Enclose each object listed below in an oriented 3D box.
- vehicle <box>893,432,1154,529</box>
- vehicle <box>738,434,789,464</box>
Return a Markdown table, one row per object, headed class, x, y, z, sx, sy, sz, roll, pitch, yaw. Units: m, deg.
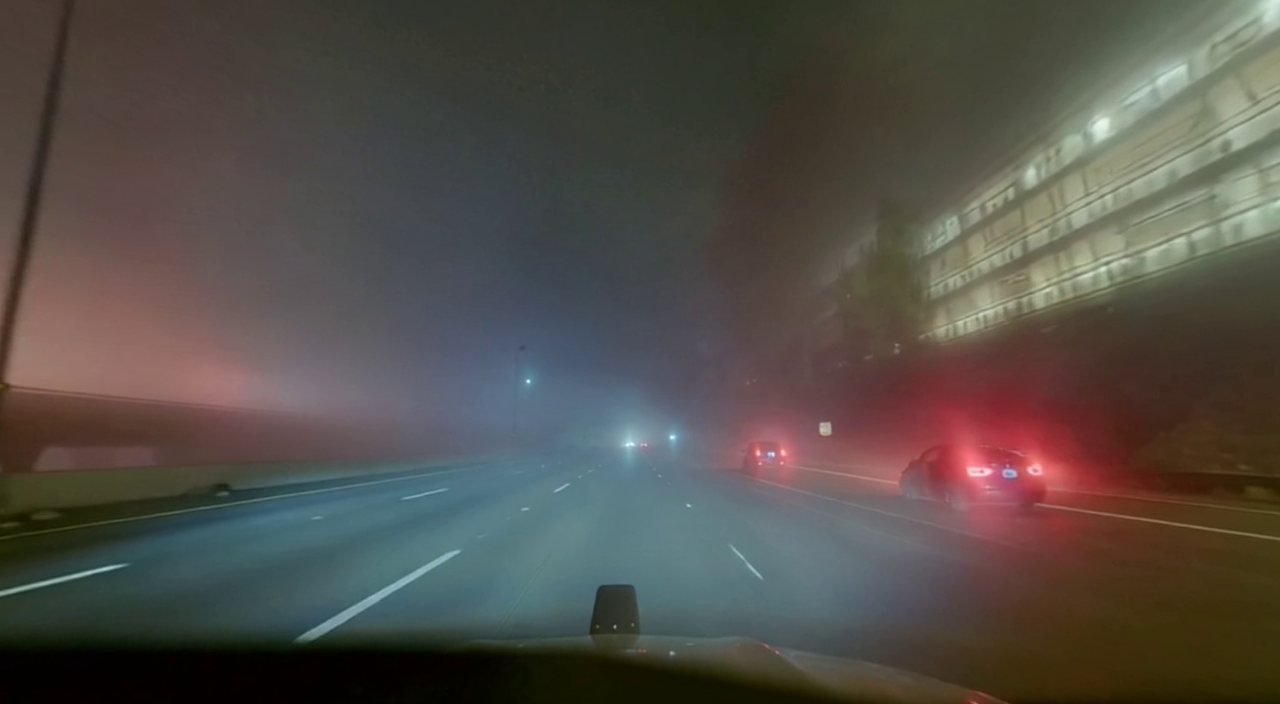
| class | x | y | z | sx | sy | sz | roll | pitch | yaw |
| --- | --- | --- | --- | --- | --- | --- | --- | --- | --- |
| vehicle | 7.636 | 2.578 | 13.457 | 2.165 | 1.636 | 5.175 | 0 | -8 | -2 |
| vehicle | 9.210 | 7.292 | 47.533 | 2.555 | 2.069 | 5.892 | 0 | -8 | -1 |
